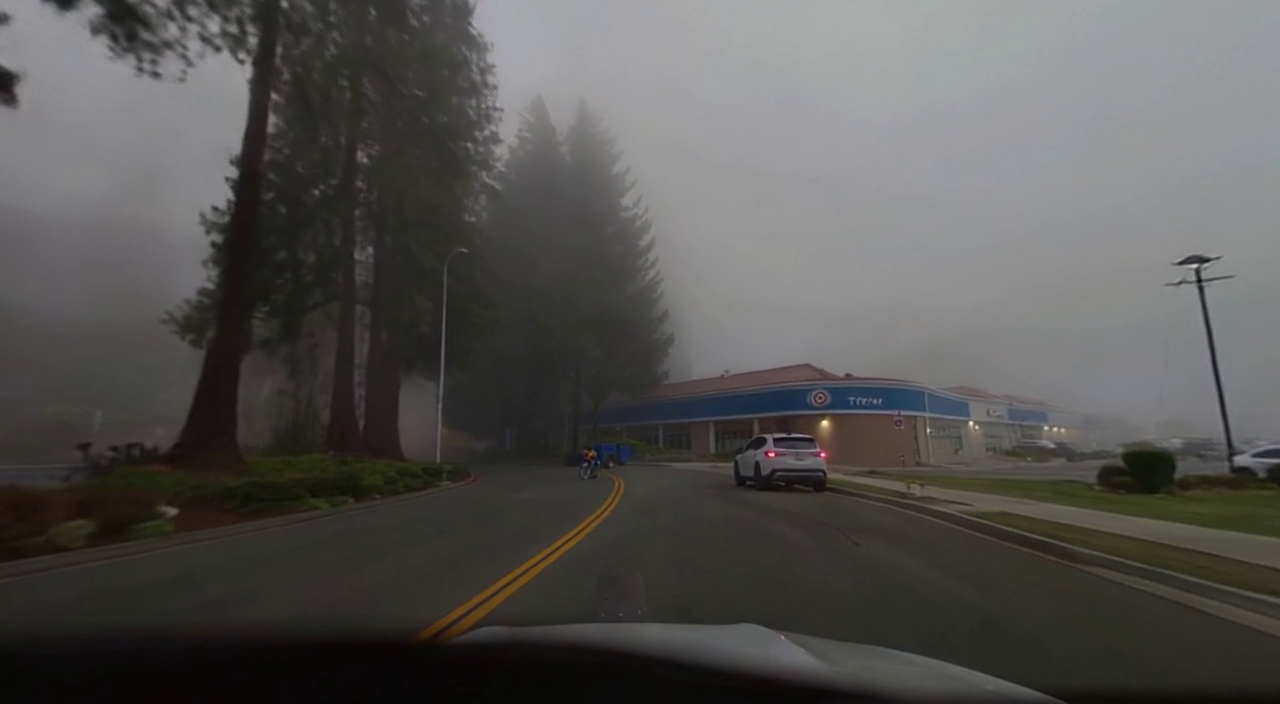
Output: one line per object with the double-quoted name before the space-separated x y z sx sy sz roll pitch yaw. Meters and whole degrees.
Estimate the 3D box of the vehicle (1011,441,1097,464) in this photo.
"vehicle" 29.925 7.277 45.803 1.815 1.574 4.800 7 -11 -40

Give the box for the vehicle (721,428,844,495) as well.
"vehicle" 4.154 3.316 19.535 2.292 1.767 5.128 0 -8 -4

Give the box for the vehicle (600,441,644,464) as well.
"vehicle" -1.422 7.672 48.177 2.007 1.639 4.444 3 -9 -21
